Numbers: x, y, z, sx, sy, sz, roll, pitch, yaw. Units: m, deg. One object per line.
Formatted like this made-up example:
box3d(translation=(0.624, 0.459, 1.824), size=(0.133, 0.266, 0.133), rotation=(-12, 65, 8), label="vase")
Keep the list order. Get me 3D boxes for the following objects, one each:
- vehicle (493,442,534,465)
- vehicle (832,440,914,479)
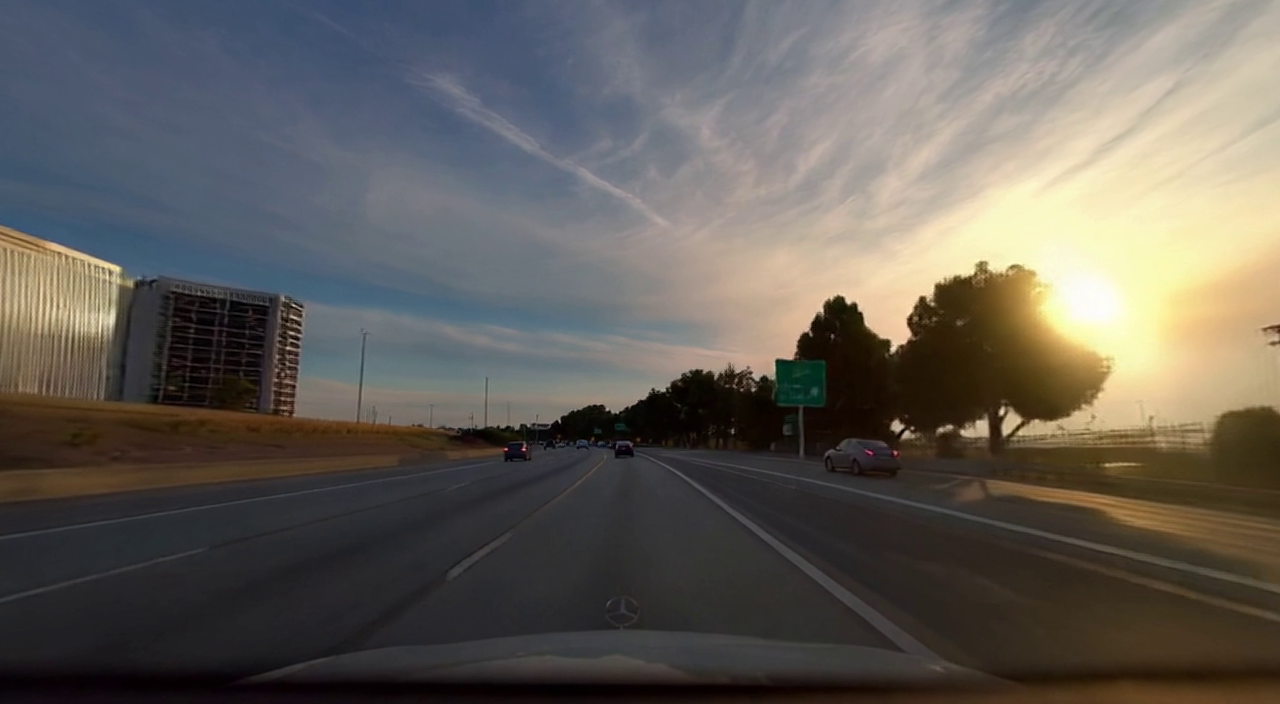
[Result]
box3d(translation=(-8.527, 6.880, 43.051), size=(2.009, 1.454, 4.250), rotation=(0, -9, -1), label="vehicle")
box3d(translation=(11.414, 5.270, 31.300), size=(2.023, 1.782, 4.193), rotation=(1, -9, -8), label="vehicle")
